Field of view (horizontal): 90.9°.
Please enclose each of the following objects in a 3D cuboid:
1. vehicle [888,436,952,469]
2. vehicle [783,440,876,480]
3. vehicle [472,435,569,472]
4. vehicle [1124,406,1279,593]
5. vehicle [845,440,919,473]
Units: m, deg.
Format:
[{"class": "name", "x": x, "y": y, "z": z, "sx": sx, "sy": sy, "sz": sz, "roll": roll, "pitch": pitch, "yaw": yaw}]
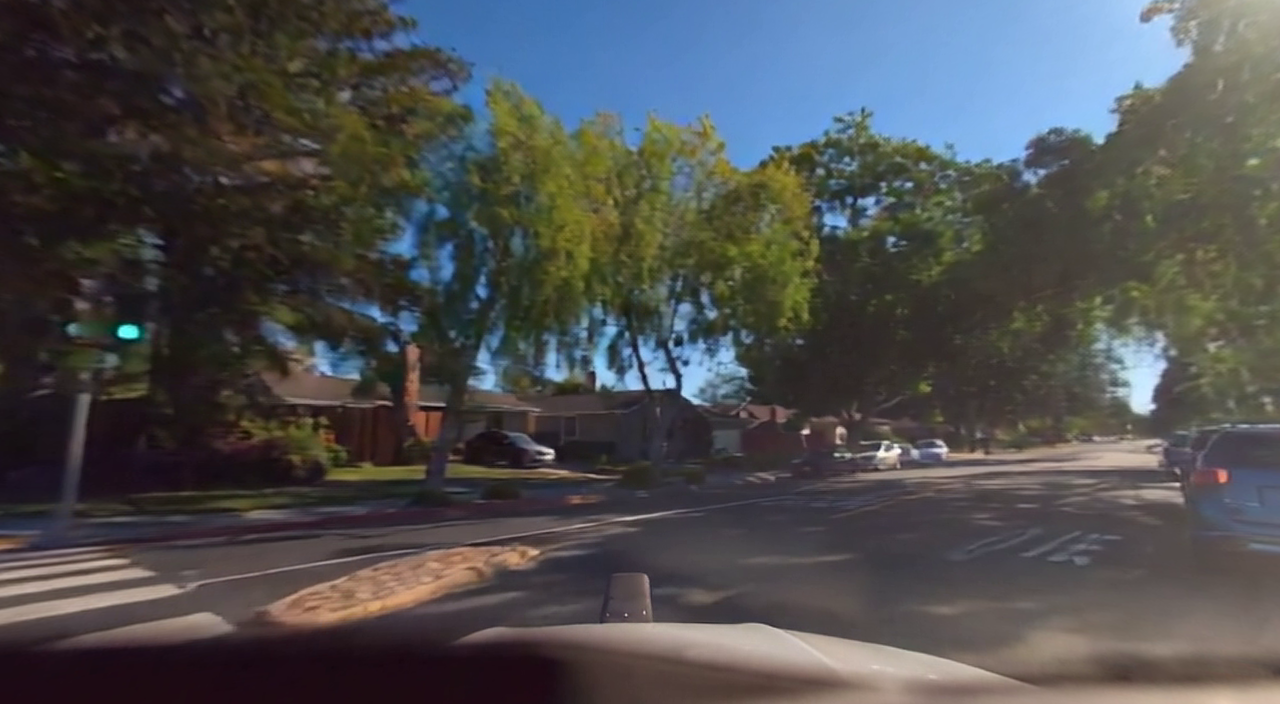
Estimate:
[{"class": "vehicle", "x": 15.817, "y": 5.638, "z": 35.468, "sx": 1.973, "sy": 1.755, "sz": 4.528, "roll": -8, "pitch": -12, "yaw": 40}, {"class": "vehicle", "x": 7.974, "y": 4.455, "z": 26.224, "sx": 1.963, "sy": 1.470, "sz": 4.671, "roll": -9, "pitch": -12, "yaw": 38}, {"class": "vehicle", "x": -5.736, "y": 4.793, "z": 29.997, "sx": 4.554, "sy": 1.595, "sz": 2.028, "roll": -7, "pitch": -11, "yaw": 39}, {"class": "vehicle", "x": 7.348, "y": 1.550, "z": 7.297, "sx": 2.315, "sy": 1.668, "sz": 4.425, "roll": -8, "pitch": -11, "yaw": 41}, {"class": "vehicle", "x": 11.935, "y": 5.114, "z": 30.928, "sx": 1.948, "sy": 1.477, "sz": 4.518, "roll": -9, "pitch": -12, "yaw": 39}]
